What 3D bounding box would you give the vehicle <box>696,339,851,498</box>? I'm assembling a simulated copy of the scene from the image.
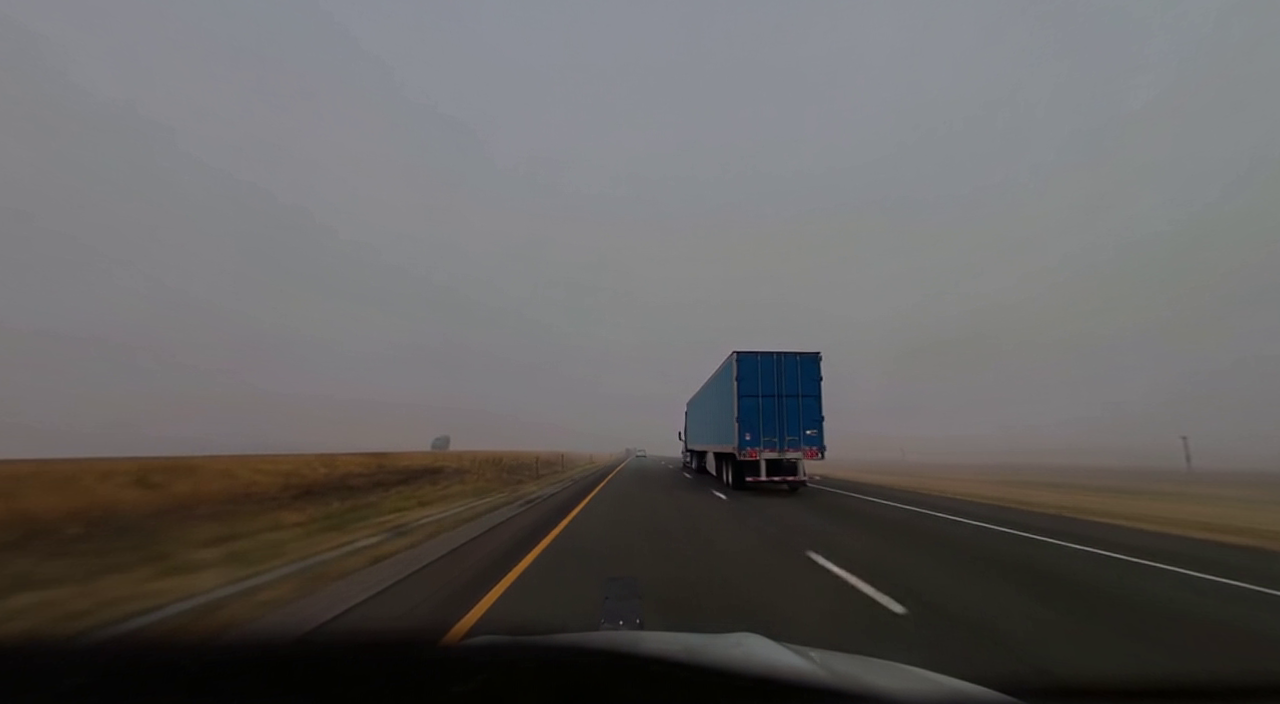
[{"bbox_3d":[4.079,2.708,23.128,2.818,4.206,12.987,0,-9,0],"label":"vehicle"}]
